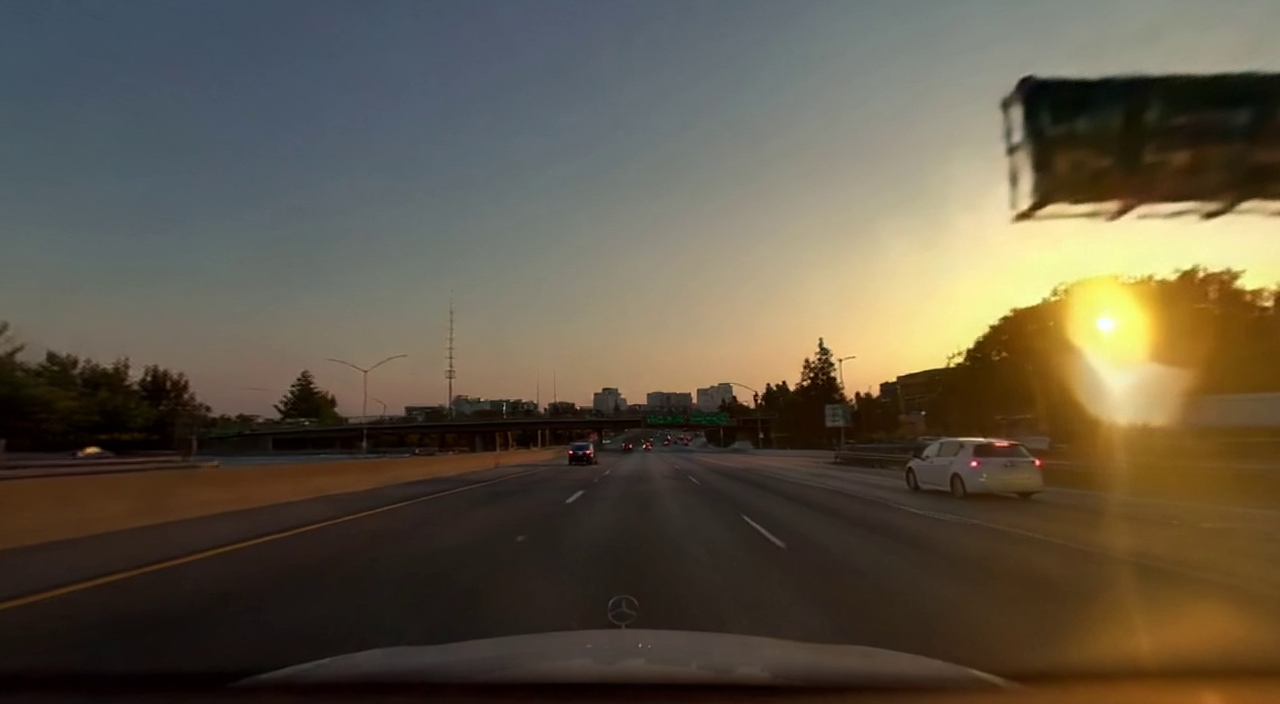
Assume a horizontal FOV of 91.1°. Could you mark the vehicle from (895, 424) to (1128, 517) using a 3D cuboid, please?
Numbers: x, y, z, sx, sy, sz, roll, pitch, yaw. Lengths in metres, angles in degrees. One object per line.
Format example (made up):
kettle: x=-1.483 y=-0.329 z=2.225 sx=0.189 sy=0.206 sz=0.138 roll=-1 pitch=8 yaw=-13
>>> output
vehicle: x=7.525 y=2.439 z=13.496 sx=2.032 sy=1.601 sz=4.863 roll=0 pitch=-8 yaw=0

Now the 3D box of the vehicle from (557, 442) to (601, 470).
vehicle: x=-3.530 y=6.150 z=37.218 sx=2.055 sy=1.533 sz=4.604 roll=-1 pitch=-8 yaw=1
